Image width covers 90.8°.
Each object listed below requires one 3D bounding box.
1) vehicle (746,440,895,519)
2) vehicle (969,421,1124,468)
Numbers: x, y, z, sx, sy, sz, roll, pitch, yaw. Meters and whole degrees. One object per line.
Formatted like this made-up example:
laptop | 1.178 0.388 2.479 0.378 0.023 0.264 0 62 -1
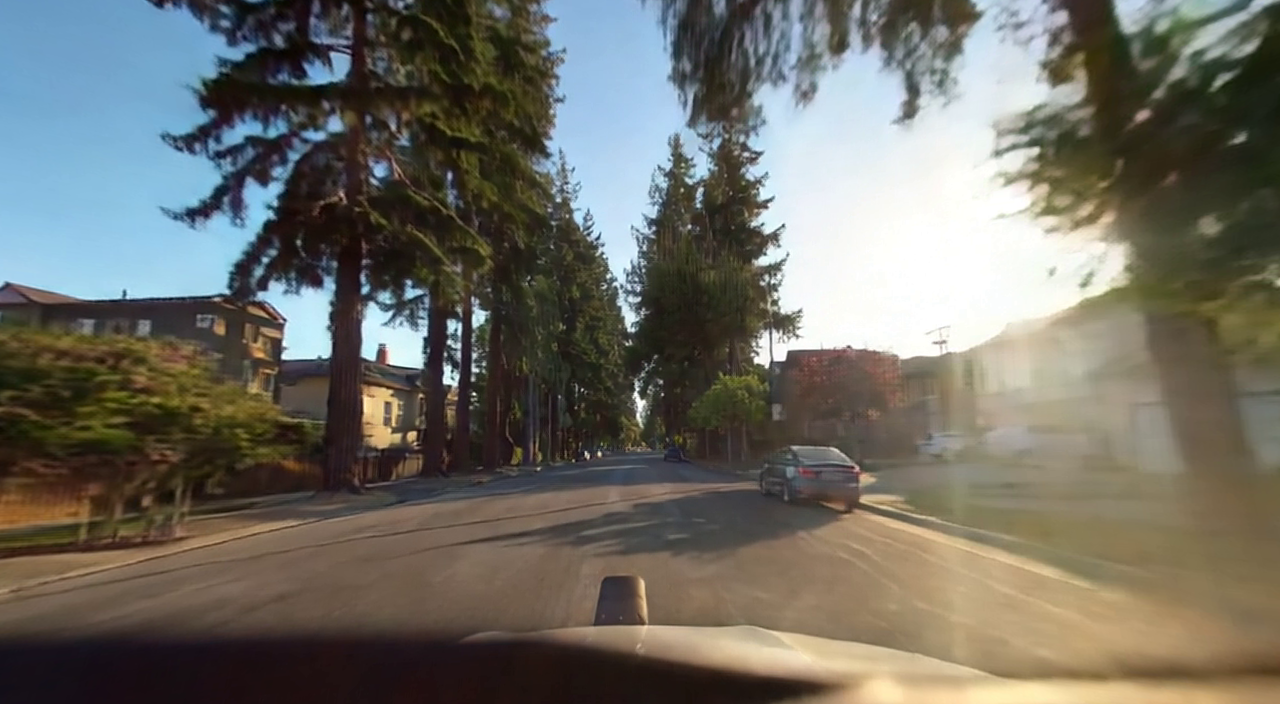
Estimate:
vehicle | 3.826 2.764 14.278 2.013 1.473 4.329 0 -8 -1
vehicle | 15.400 3.533 24.116 4.505 1.667 2.018 0 -8 -2
